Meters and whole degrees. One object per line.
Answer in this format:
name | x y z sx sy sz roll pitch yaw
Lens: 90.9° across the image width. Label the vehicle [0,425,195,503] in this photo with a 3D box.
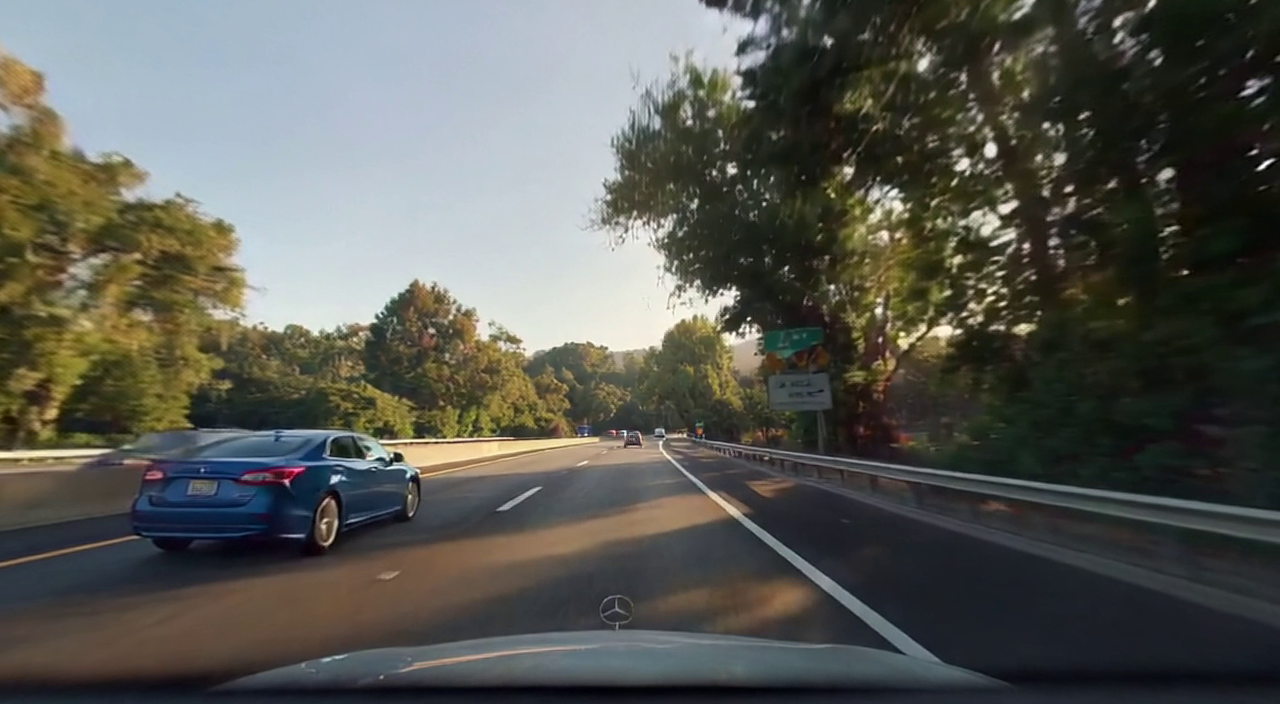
vehicle | -12.580 2.453 14.289 1.874 1.488 4.245 0 -8 -1
